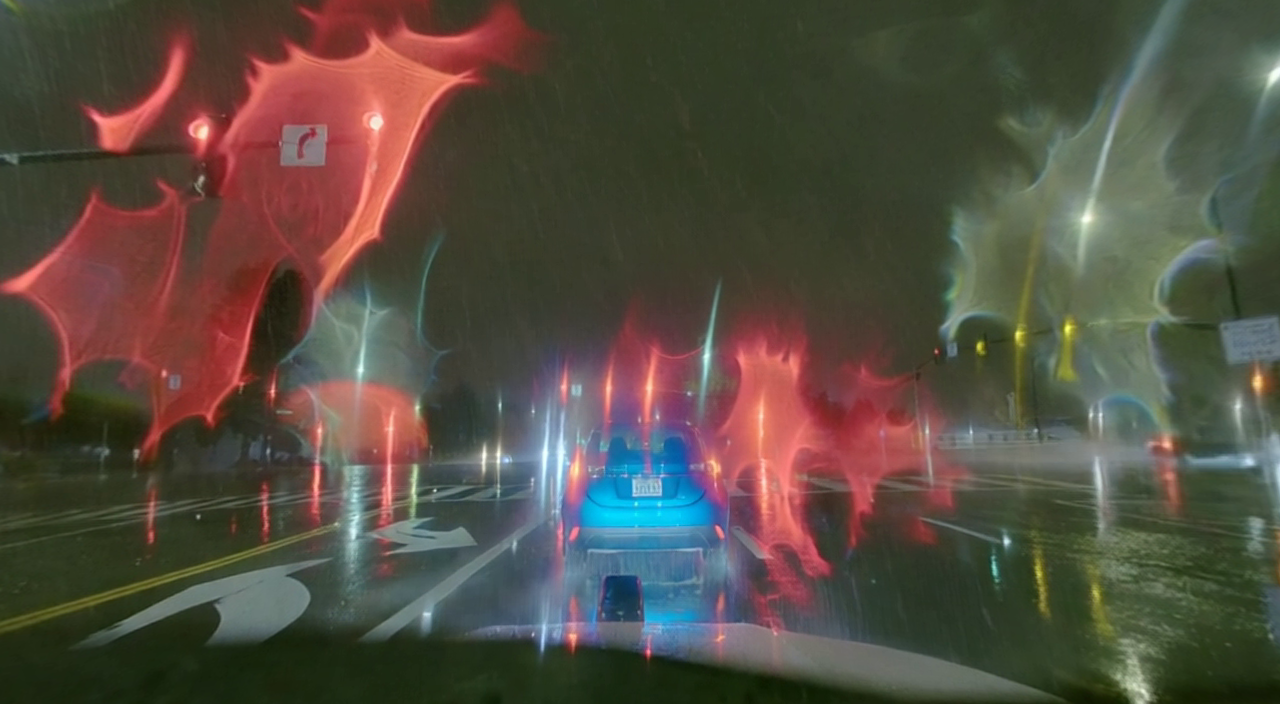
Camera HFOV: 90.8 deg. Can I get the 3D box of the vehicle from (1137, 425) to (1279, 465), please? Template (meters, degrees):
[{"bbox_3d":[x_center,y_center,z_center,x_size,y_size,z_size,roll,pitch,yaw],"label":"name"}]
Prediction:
[{"bbox_3d":[28.493,4.673,31.726,5.247,1.889,2.050,0,-8,1],"label":"vehicle"}]

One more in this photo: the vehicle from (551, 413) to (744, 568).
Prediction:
[{"bbox_3d":[0.039,1.754,8.709,2.027,1.626,3.942,0,-8,-1],"label":"vehicle"}]
